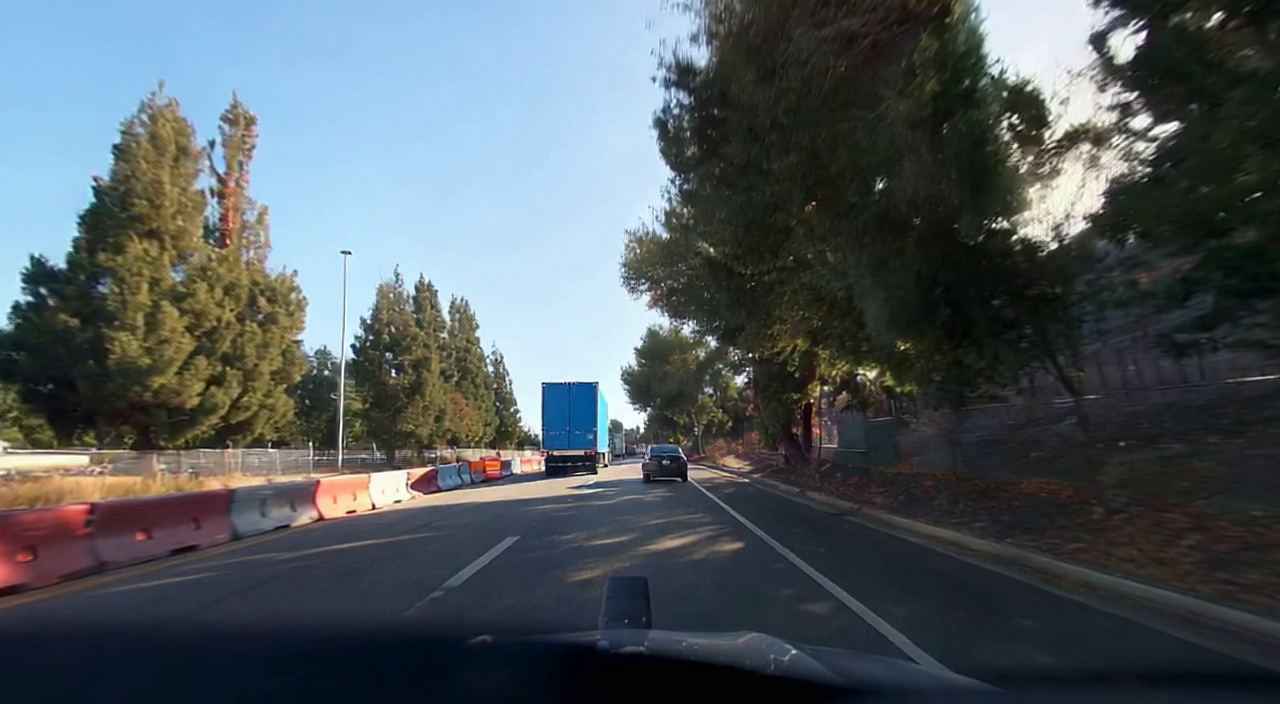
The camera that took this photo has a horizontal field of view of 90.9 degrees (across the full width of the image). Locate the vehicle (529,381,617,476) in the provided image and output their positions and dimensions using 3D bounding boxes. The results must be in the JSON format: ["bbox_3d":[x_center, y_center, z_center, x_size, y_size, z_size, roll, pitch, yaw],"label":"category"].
[{"bbox_3d":[-3.188,4.439,35.173,2.906,4.115,15.715,0,-8,1],"label":"vehicle"}]

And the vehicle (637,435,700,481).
[{"bbox_3d":[1.038,4.204,25.288,2.304,1.675,4.462,0,-8,0],"label":"vehicle"}]
